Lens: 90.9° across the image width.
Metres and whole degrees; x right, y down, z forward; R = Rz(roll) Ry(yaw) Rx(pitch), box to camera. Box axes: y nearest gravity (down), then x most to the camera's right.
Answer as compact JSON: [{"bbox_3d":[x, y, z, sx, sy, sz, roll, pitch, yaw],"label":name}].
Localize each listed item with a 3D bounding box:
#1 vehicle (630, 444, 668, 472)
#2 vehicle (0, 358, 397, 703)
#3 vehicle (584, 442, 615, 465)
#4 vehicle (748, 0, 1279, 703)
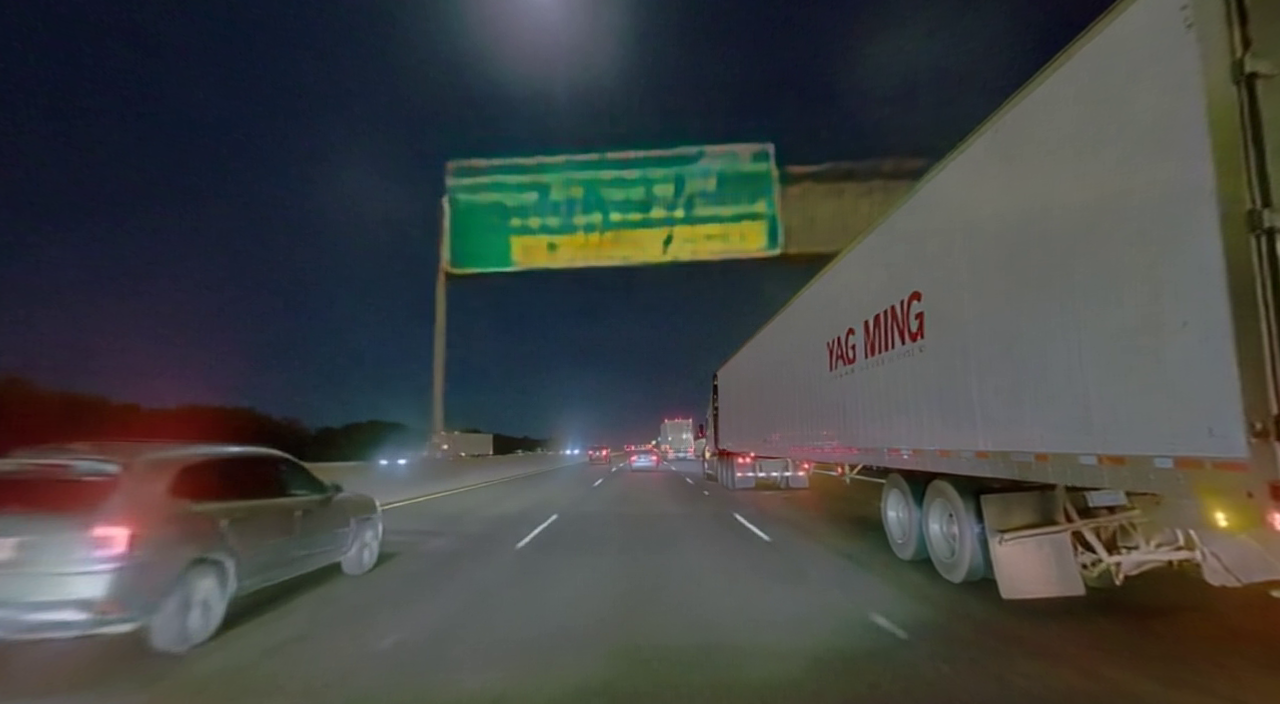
[{"bbox_3d":[0.463,5.980,35.832,2.063,1.469,4.208,0,-9,0],"label":"vehicle"},{"bbox_3d":[-3.787,1.165,4.469,2.091,1.722,4.974,0,-9,1],"label":"vehicle"},{"bbox_3d":[-3.091,7.908,49.247,2.058,1.711,4.226,0,-9,1],"label":"vehicle"},{"bbox_3d":[3.894,0.435,8.175,2.821,4.077,12.562,0,-9,0],"label":"vehicle"}]
